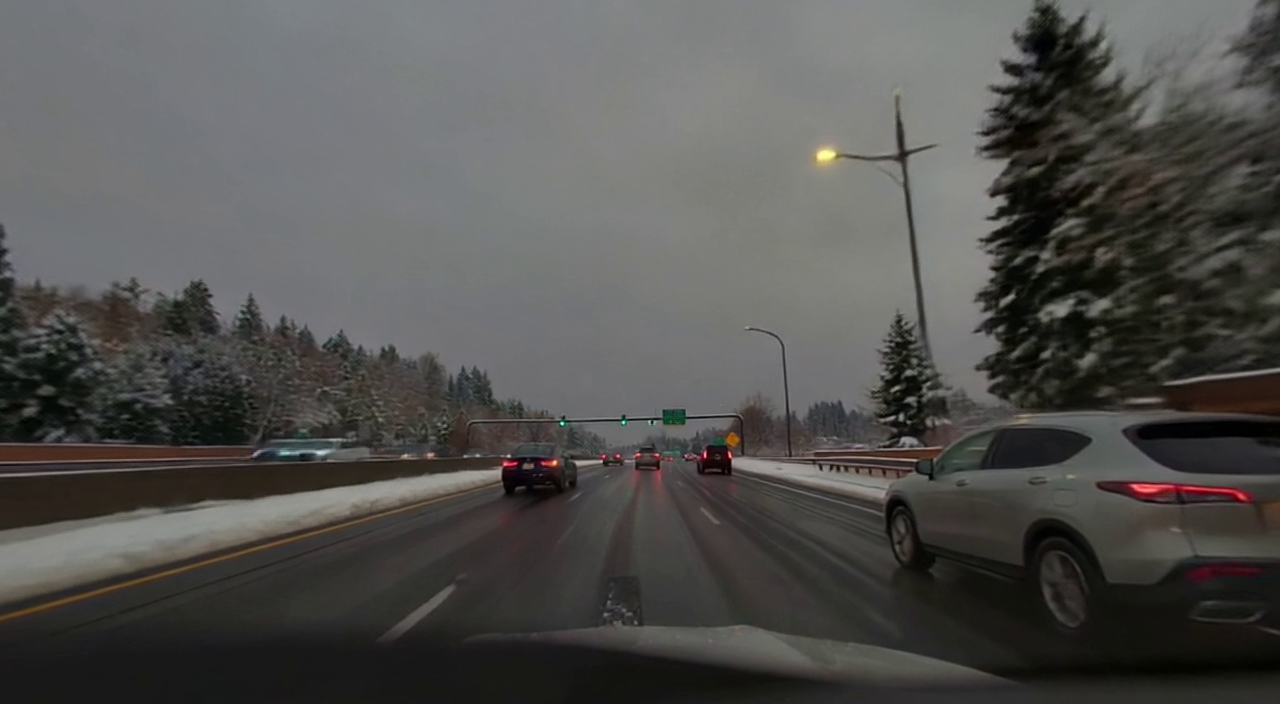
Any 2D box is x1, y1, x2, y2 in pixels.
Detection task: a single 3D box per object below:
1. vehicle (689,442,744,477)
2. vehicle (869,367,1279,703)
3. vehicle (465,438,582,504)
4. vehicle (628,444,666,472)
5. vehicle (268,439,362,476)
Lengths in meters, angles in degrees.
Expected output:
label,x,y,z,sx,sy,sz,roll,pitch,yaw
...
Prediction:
label,x,y,z,sx,sy,sz,roll,pitch,yaw
vehicle,3.943,5.620,33.337,2.320,1.735,4.408,0,-8,0
vehicle,3.729,1.250,5.053,2.029,1.716,4.545,0,-8,0
vehicle,-2.911,3.108,17.031,2.130,1.514,4.766,0,-8,1
vehicle,0.520,6.976,41.901,2.408,1.748,4.217,0,-8,3
vehicle,-15.768,5.124,30.965,2.032,1.616,4.579,0,-8,2
